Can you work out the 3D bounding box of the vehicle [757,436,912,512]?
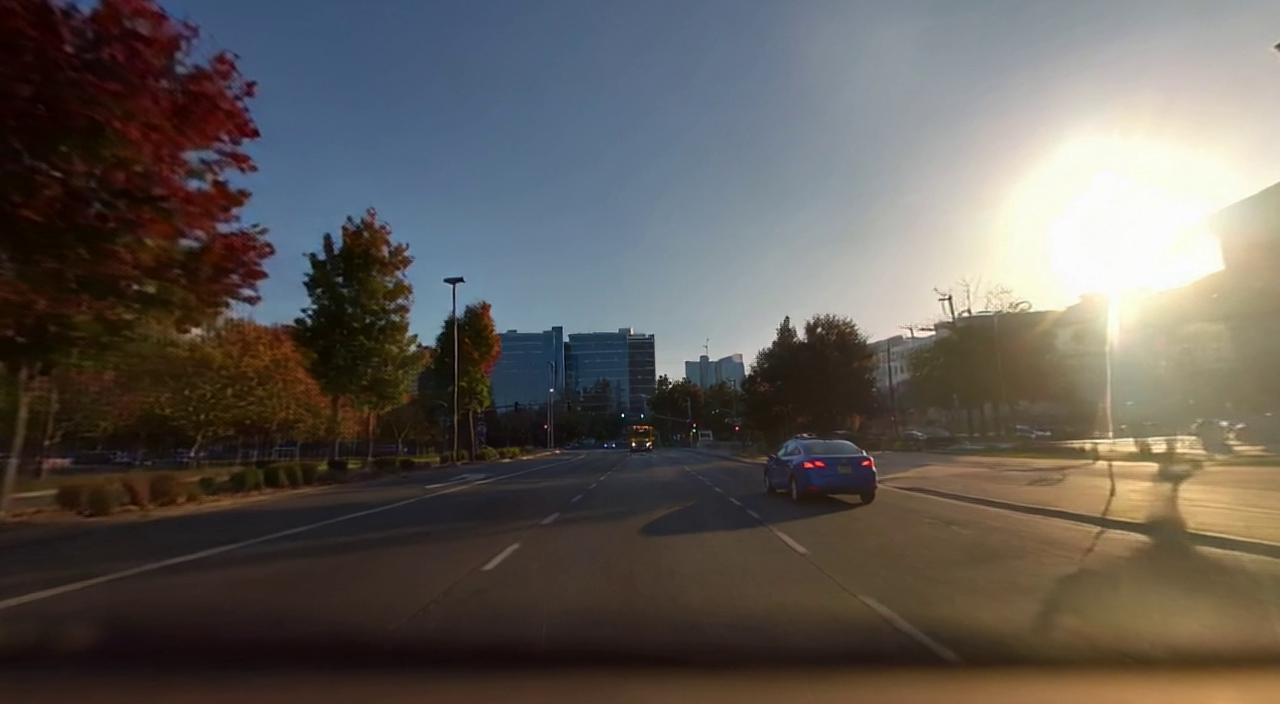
[{"bbox_3d":[4.217,2.716,14.608,2.005,1.442,4.675,0,-8,-1],"label":"vehicle"}]
